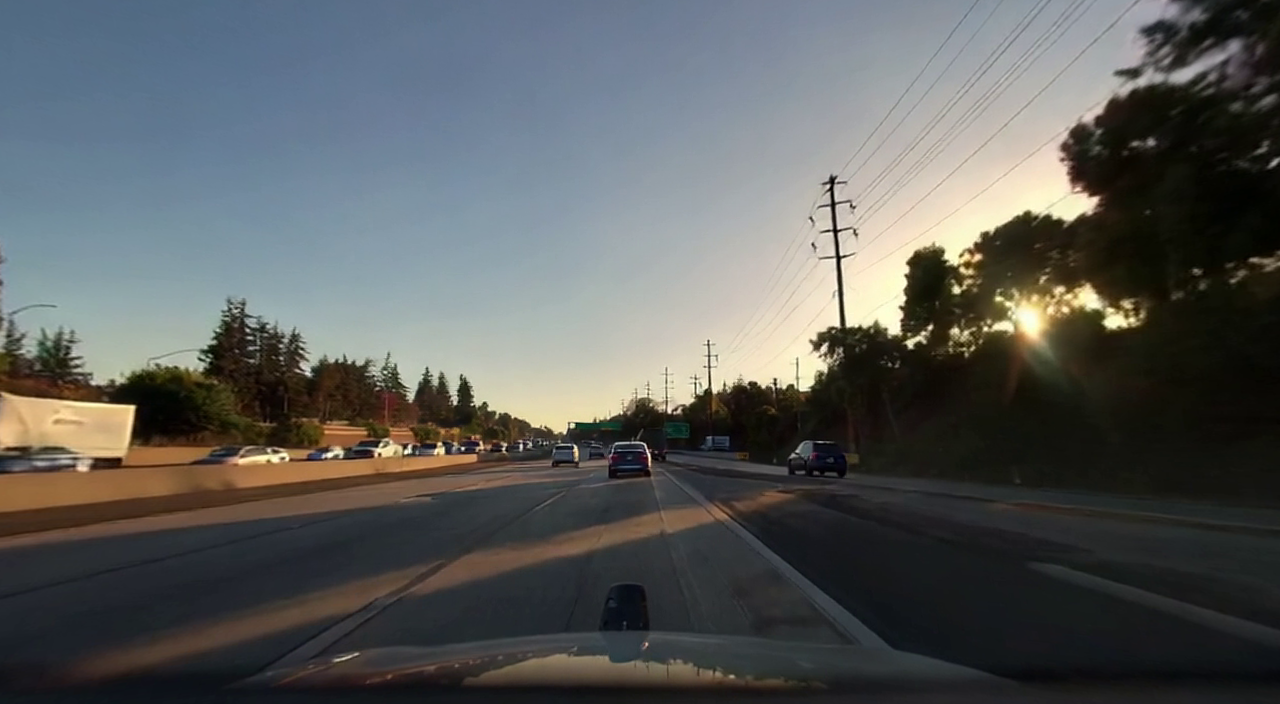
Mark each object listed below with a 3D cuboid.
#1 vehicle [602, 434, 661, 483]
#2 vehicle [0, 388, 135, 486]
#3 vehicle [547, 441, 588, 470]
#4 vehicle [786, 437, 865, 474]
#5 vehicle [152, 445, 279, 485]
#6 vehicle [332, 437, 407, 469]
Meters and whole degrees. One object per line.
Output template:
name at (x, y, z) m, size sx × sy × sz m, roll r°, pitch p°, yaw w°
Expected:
vehicle at (-0.336, 4.266, 25.488) m, size 2.192 × 1.769 × 4.287 m, roll 0°, pitch -9°, yaw -1°
vehicle at (-23.849, 3.324, 24.243) m, size 2.795 × 3.380 × 7.270 m, roll 0°, pitch -9°, yaw -1°
vehicle at (-4.505, 6.535, 39.947) m, size 2.130 × 1.685 × 4.341 m, roll 0°, pitch -9°, yaw -1°
vehicle at (9.220, 5.195, 31.845) m, size 2.099 × 1.720 × 4.829 m, roll 1°, pitch -9°, yaw -6°
vehicle at (-16.695, 4.448, 25.158) m, size 1.838 × 1.424 × 4.575 m, roll -1°, pitch -9°, yaw 1°
vehicle at (-16.600, 6.225, 39.036) m, size 2.228 × 1.808 × 5.608 m, roll 0°, pitch -9°, yaw -1°
